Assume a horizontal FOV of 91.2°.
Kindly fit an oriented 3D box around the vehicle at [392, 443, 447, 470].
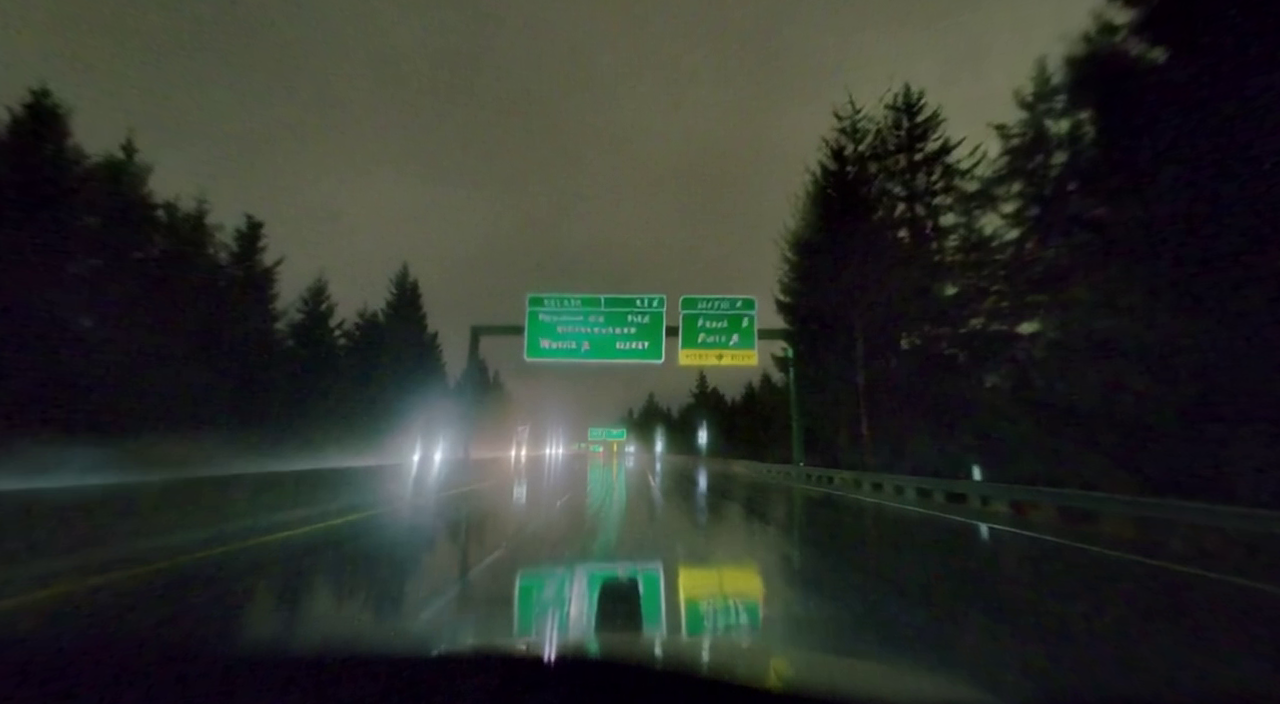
[{"bbox_3d":[-12.883,6.101,36.814,1.788,1.478,3.988,0,-9,0],"label":"vehicle"}]
